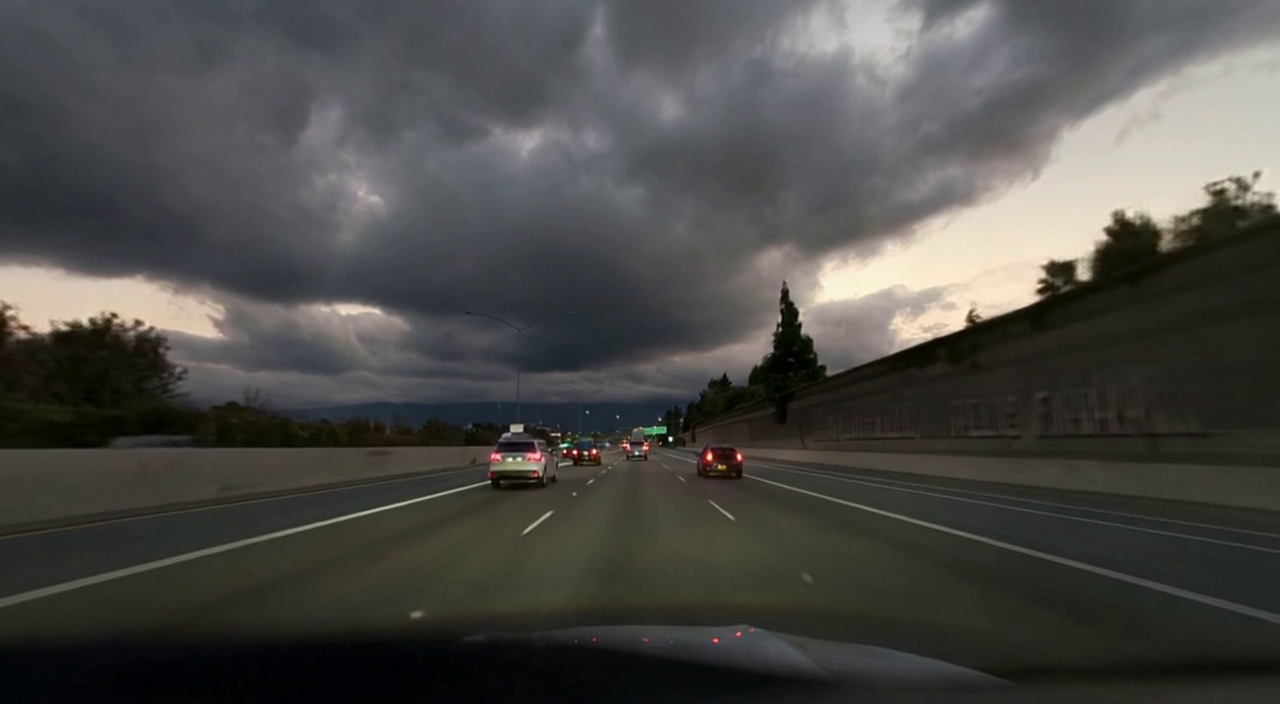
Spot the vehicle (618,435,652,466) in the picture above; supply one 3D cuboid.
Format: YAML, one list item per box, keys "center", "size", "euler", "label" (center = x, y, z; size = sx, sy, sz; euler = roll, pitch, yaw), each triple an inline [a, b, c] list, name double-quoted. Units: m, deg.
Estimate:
- center: [-0.347, 7.566, 48.589]
  size: [2.485, 2.215, 5.199]
  euler: [0, -9, 1]
  label: "vehicle"

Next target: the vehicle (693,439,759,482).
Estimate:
- center: [3.689, 4.767, 27.962]
  size: [2.224, 1.752, 4.487]
  euler: [0, -9, -1]
  label: "vehicle"

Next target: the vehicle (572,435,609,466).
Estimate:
- center: [-3.589, 7.320, 46.864]
  size: [2.378, 2.214, 4.352]
  euler: [0, -9, 0]
  label: "vehicle"

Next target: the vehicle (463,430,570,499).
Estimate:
- center: [-3.627, 3.425, 19.696]
  size: [2.184, 1.819, 5.441]
  euler: [0, -9, 1]
  label: "vehicle"
